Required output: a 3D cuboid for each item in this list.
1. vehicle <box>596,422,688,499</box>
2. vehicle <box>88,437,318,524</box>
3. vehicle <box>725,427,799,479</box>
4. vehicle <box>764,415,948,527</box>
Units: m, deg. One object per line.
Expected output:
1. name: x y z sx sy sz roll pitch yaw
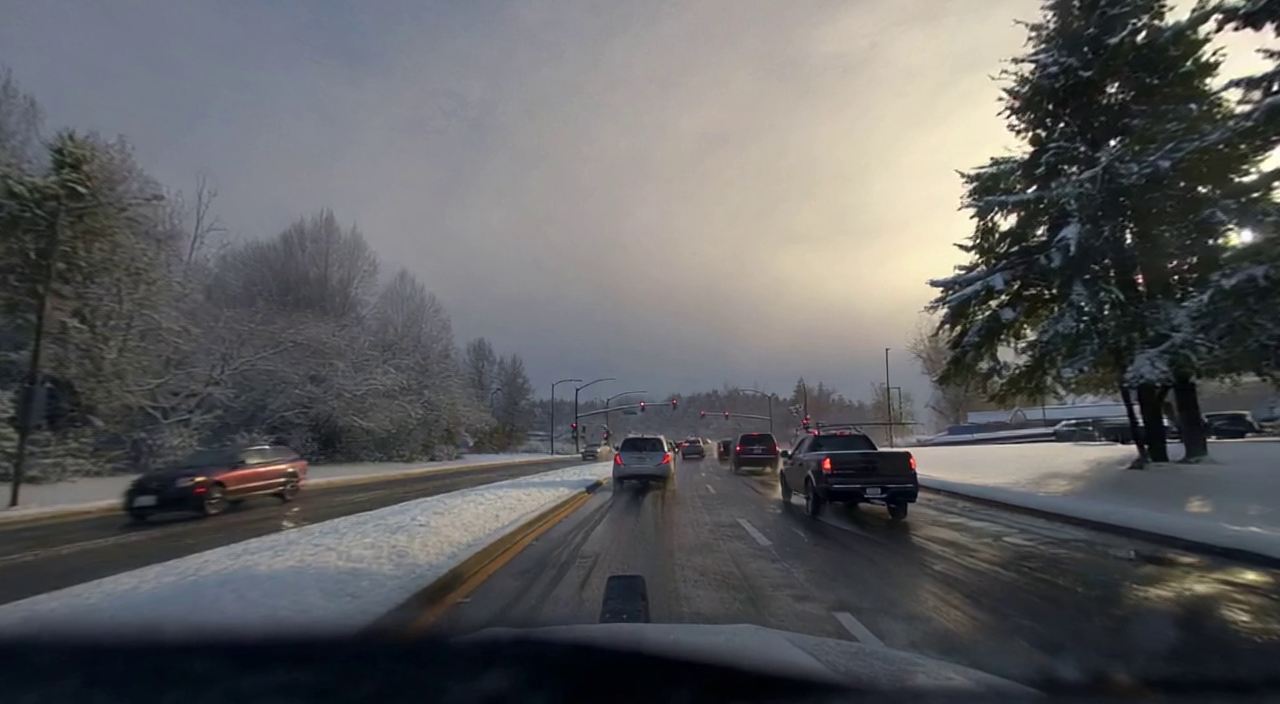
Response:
1. vehicle: 0.186 2.809 16.648 2.113 1.768 3.901 0 -8 5
2. vehicle: -9.315 2.725 13.988 1.941 1.602 4.182 0 -8 3
3. vehicle: 4.866 4.137 26.105 2.317 1.857 5.940 0 -8 4
4. vehicle: 3.908 2.242 12.455 2.114 1.765 4.647 0 -8 2
